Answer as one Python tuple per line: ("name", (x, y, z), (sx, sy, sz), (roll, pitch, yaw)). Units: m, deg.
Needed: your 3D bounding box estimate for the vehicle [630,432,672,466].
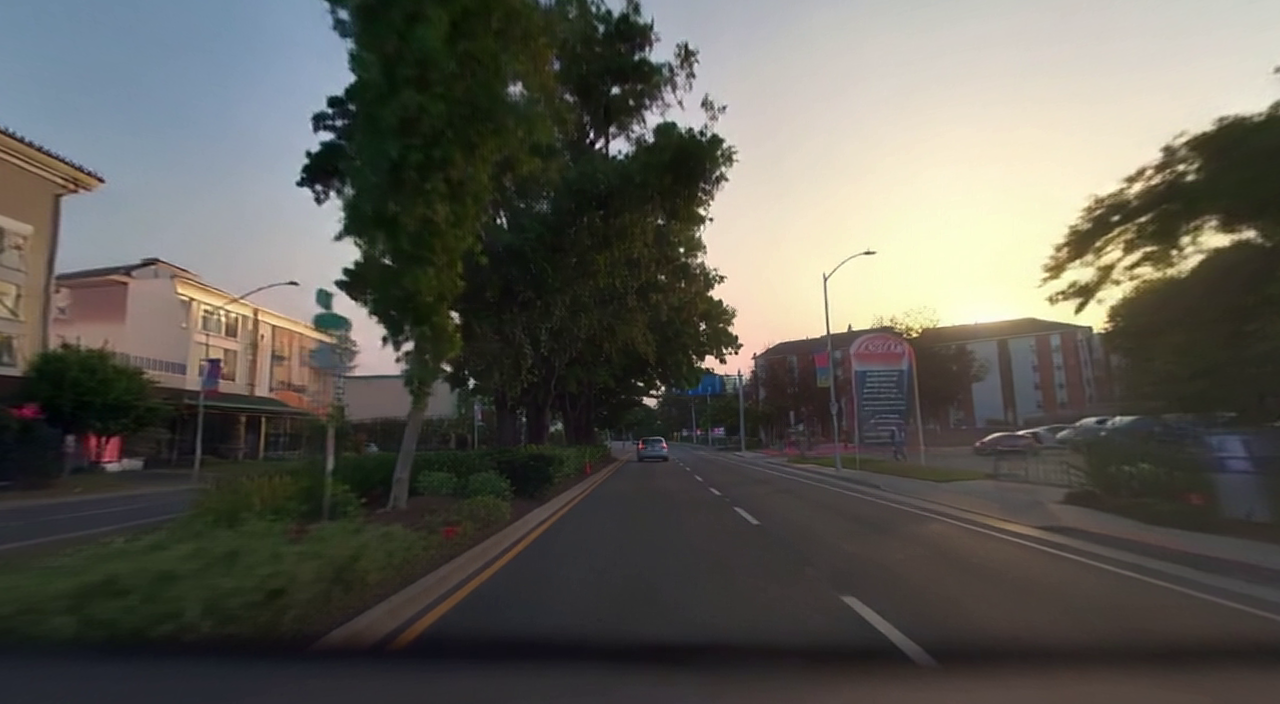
("vehicle", (0.687, 5.502, 35.858), (2.235, 1.719, 4.292), (1, -8, 2))
